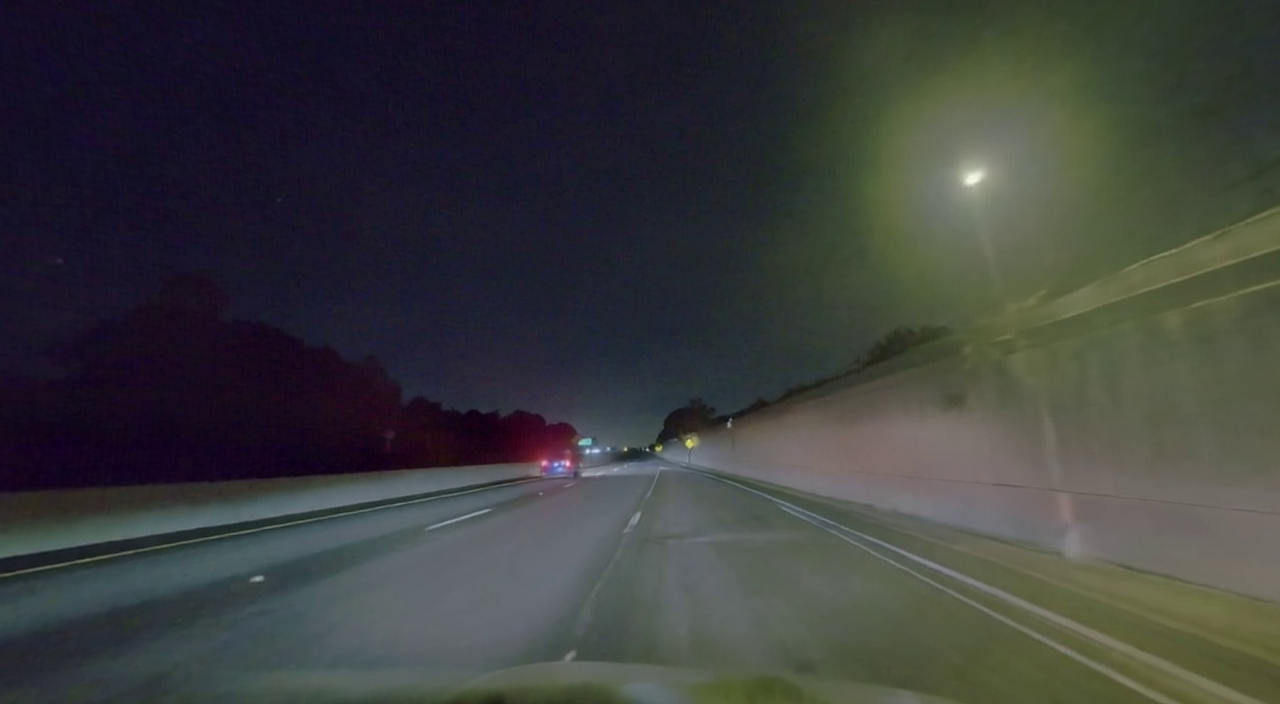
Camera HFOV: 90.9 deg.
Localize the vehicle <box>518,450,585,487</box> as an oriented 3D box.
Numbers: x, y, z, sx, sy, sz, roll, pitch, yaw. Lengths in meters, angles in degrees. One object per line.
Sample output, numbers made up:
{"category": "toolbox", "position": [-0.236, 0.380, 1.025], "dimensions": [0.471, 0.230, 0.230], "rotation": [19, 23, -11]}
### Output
{"category": "vehicle", "position": [-4.059, 5.431, 29.768], "dimensions": [2.172, 1.587, 4.518], "rotation": [-1, -9, 5]}
